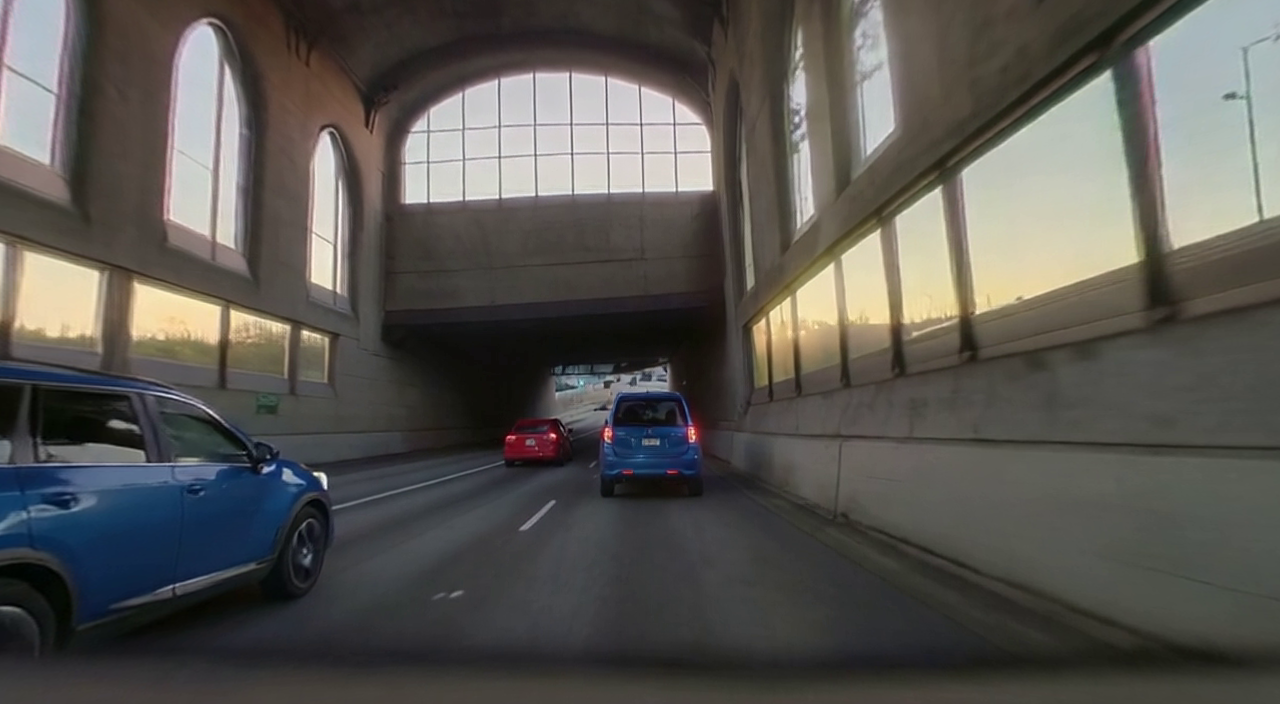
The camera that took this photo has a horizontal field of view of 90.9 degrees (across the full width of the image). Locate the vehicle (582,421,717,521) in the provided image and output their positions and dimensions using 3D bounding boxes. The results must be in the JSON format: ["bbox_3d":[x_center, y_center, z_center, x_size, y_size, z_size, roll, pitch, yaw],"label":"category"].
[{"bbox_3d":[0.139,2.088,11.548,2.020,1.478,4.092,0,-8,0],"label":"vehicle"}]

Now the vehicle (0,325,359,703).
[{"bbox_3d":[-3.560,0.896,3.286,2.017,1.761,4.572,0,-8,1],"label":"vehicle"}]

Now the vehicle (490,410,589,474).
[{"bbox_3d":[-3.348,3.208,22.465,2.329,1.948,5.800,-1,-8,3],"label":"vehicle"}]
